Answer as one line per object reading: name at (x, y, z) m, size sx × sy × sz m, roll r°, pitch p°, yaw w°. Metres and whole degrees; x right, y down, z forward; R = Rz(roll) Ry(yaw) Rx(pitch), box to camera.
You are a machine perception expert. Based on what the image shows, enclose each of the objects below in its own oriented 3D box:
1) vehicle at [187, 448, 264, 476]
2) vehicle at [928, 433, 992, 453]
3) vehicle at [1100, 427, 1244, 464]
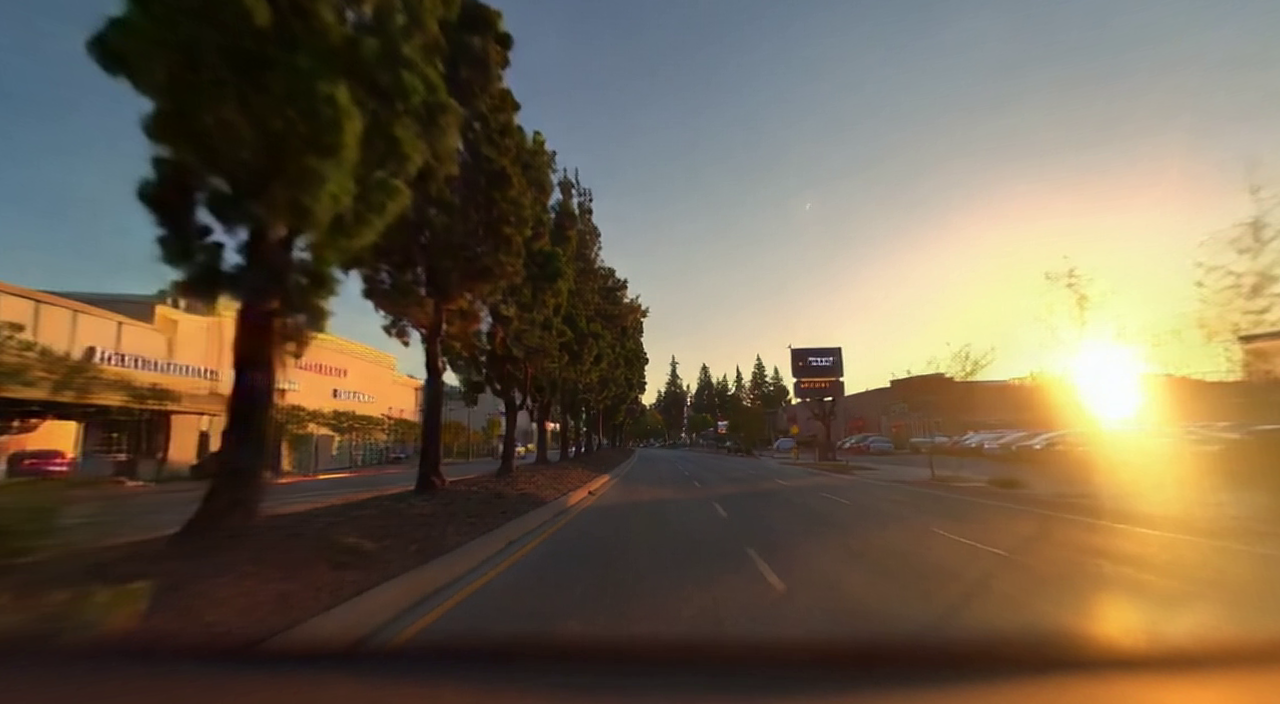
vehicle at (-24.469, 6.434, 37.257) m, size 4.605 × 1.509 × 1.845 m, roll -5°, pitch -10°, yaw 31°
vehicle at (22.731, 6.477, 44.998) m, size 3.547 × 1.360 × 1.951 m, roll 0°, pitch -8°, yaw 3°
vehicle at (21.460, 3.792, 25.620) m, size 4.095 × 1.386 × 1.784 m, roll 0°, pitch -8°, yaw 3°
